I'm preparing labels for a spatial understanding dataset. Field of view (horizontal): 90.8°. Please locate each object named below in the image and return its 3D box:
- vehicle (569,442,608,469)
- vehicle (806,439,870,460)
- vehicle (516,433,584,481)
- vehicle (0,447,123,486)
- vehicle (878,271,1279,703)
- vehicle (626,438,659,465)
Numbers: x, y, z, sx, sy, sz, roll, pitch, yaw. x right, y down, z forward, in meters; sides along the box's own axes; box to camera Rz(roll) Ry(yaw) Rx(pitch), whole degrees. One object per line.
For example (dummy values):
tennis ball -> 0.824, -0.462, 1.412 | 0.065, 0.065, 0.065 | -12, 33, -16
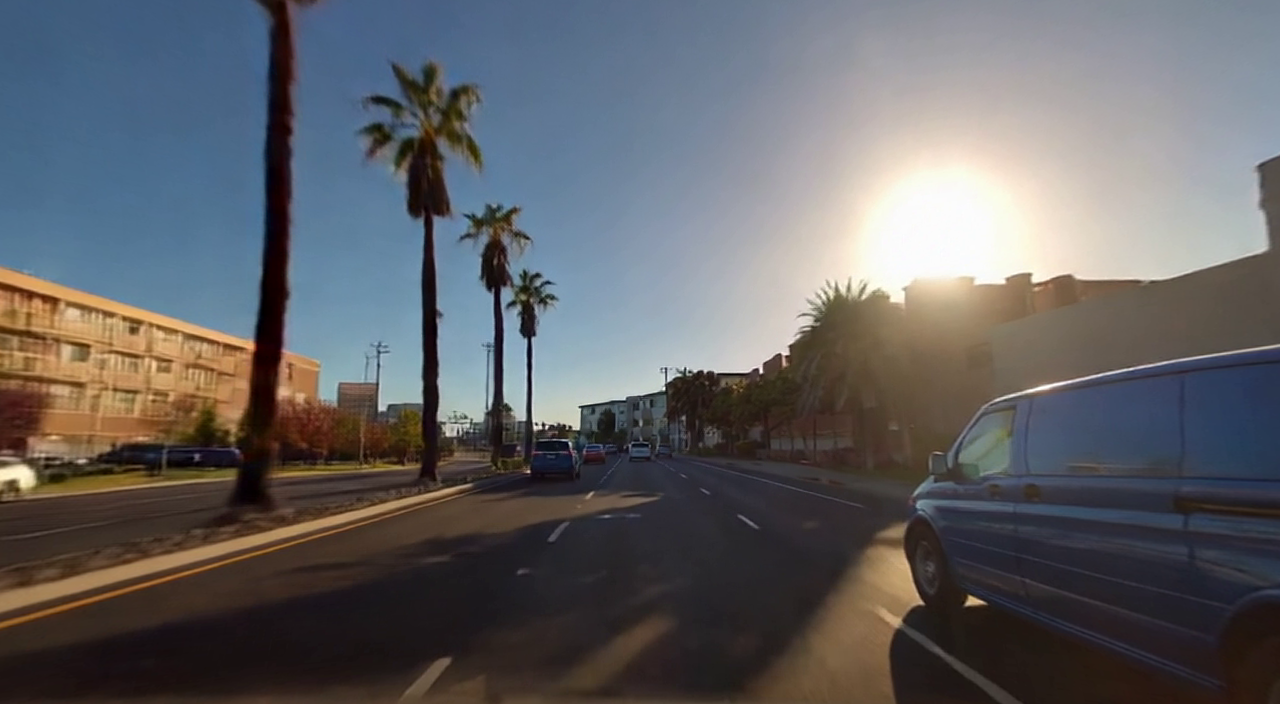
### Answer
vehicle -> -2.878, 5.864, 35.916 | 1.869, 1.454, 4.142 | 0, -8, 0
vehicle -> 15.208, 7.504, 48.831 | 1.945, 1.490, 4.748 | 4, -9, -26
vehicle -> -3.420, 4.082, 24.720 | 1.967, 1.703, 4.157 | 0, -8, 1
vehicle -> -30.315, 5.982, 33.163 | 4.462, 1.697, 2.109 | -2, -7, -2
vehicle -> 3.382, 0.870, 3.507 | 2.234, 1.912, 4.847 | 0, -8, 0
vehicle -> 0.149, 7.073, 44.994 | 2.191, 1.761, 3.857 | 0, -8, -1
